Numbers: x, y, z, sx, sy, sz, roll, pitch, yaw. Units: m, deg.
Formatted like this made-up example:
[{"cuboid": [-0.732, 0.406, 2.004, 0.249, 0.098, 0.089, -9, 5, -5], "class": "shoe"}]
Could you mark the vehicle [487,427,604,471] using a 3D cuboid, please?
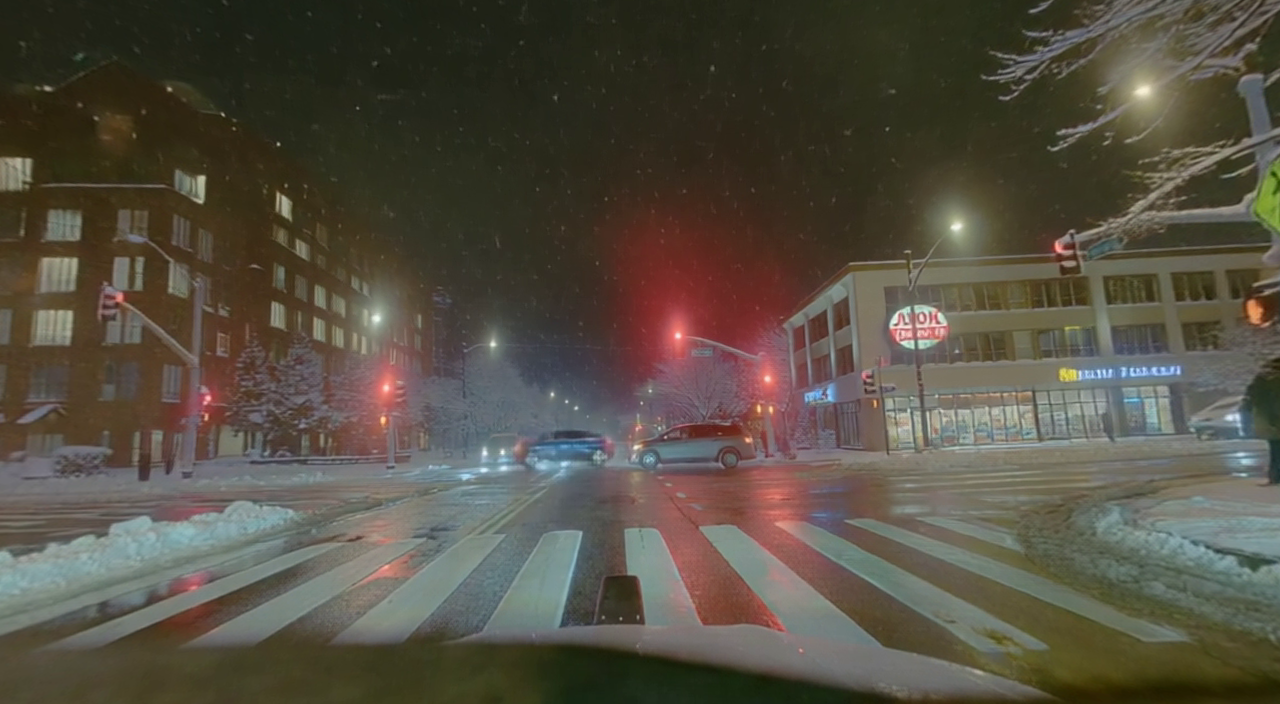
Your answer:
[{"cuboid": [-3.775, 3.895, 25.559, 4.513, 1.682, 1.810, 1, -9, -7], "class": "vehicle"}]

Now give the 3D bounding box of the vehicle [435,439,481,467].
[{"cuboid": [-10.937, 6.091, 38.266, 1.885, 1.545, 4.124, 0, -8, -5], "class": "vehicle"}]

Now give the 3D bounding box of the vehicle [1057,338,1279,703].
[{"cuboid": [3.024, 0.612, 0.872, 1.866, 1.654, 4.354, 0, -8, 0], "class": "vehicle"}]

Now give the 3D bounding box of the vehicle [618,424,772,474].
[{"cuboid": [1.690, 3.107, 20.379, 4.612, 1.521, 1.811, 1, -9, -10], "class": "vehicle"}]

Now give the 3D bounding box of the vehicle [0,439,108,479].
[{"cuboid": [-31.528, 5.614, 33.551, 2.205, 1.903, 5.877, 1, -9, -10], "class": "vehicle"}]
